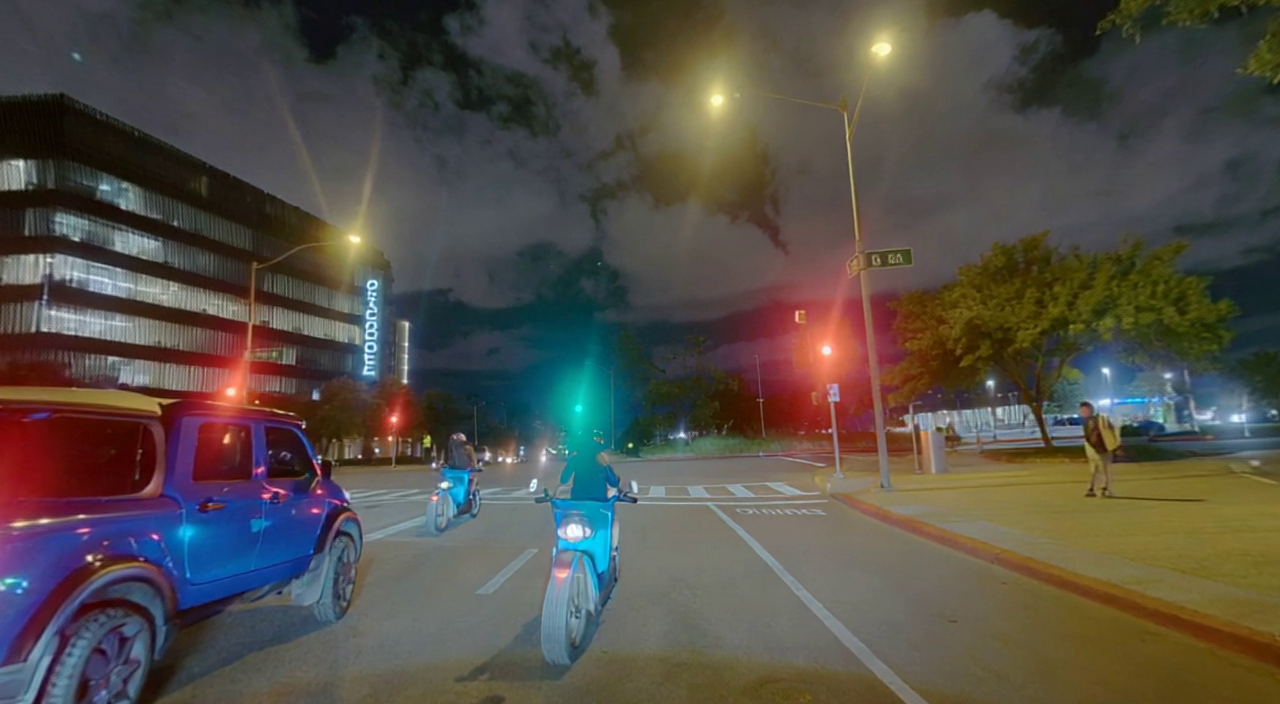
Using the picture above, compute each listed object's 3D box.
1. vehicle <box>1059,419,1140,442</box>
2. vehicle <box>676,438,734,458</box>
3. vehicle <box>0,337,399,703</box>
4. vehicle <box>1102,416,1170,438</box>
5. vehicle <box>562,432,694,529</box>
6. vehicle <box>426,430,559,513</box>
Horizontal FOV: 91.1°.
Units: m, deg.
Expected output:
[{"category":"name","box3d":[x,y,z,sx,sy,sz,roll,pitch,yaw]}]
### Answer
[{"category":"vehicle","box3d":[30.738,5.272,42.090,1.751,1.420,4.027,8,-12,-43]},{"category":"vehicle","box3d":[5.188,7.638,49.949,2.018,1.491,4.795,-8,-12,44]},{"category":"vehicle","box3d":[-3.618,1.133,4.447,2.000,1.809,4.405,0,-8,1]},{"category":"vehicle","box3d":[36.791,5.599,46.569,1.625,1.449,3.557,6,-11,-38]},{"category":"vehicle","box3d":[-0.149,2.287,11.760,2.025,1.458,4.085,0,-8,1]},{"category":"vehicle","box3d":[-3.166,2.665,14.442,1.935,1.615,4.073,-1,-8,2]}]
